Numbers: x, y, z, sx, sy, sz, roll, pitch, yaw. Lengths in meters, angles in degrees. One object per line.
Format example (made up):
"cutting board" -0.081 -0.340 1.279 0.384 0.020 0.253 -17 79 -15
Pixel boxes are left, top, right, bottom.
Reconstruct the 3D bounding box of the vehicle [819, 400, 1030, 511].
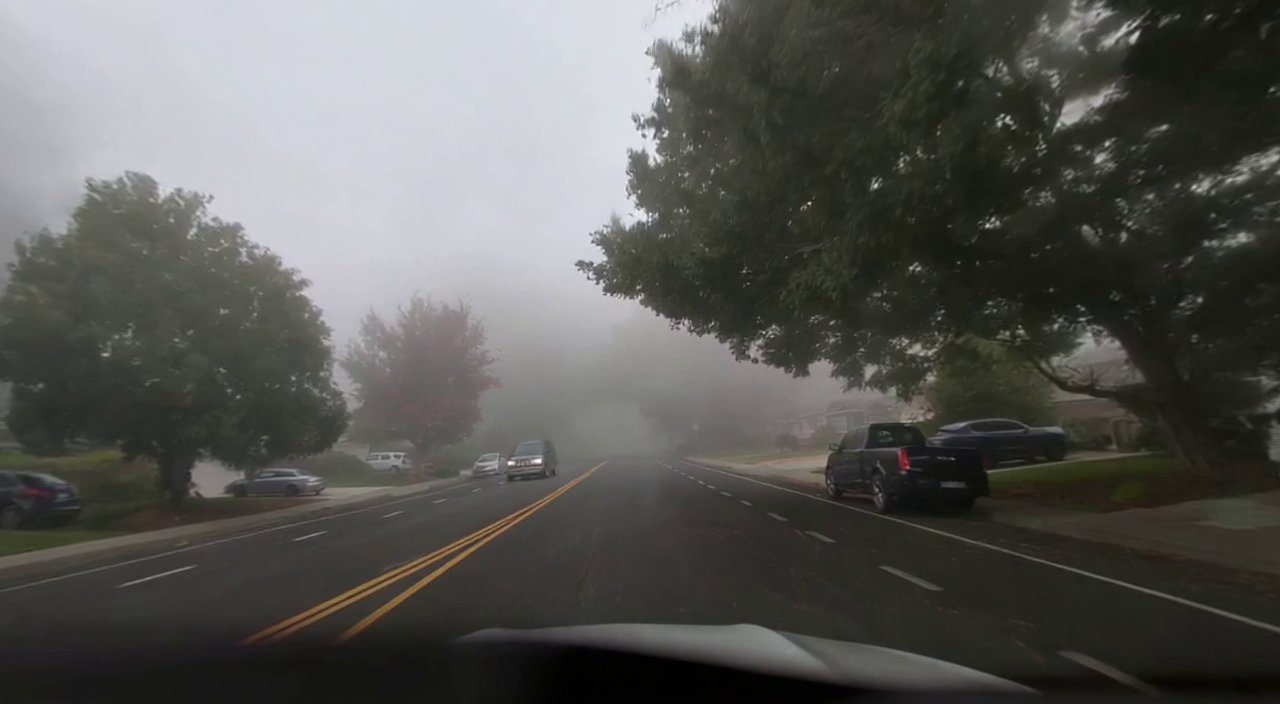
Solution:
"vehicle" 6.034 2.320 14.464 2.205 2.020 5.634 0 -9 0

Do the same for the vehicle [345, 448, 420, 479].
"vehicle" -19.683 8.535 48.445 4.802 1.868 2.395 -3 -7 -1

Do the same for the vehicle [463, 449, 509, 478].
"vehicle" -9.964 7.216 41.185 1.931 1.465 4.683 -5 -8 -3

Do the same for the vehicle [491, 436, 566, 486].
"vehicle" -4.437 4.420 26.032 2.151 1.830 5.172 0 -9 0

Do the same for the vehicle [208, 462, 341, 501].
"vehicle" -15.291 5.429 26.646 4.353 1.467 1.931 0 -9 -2
